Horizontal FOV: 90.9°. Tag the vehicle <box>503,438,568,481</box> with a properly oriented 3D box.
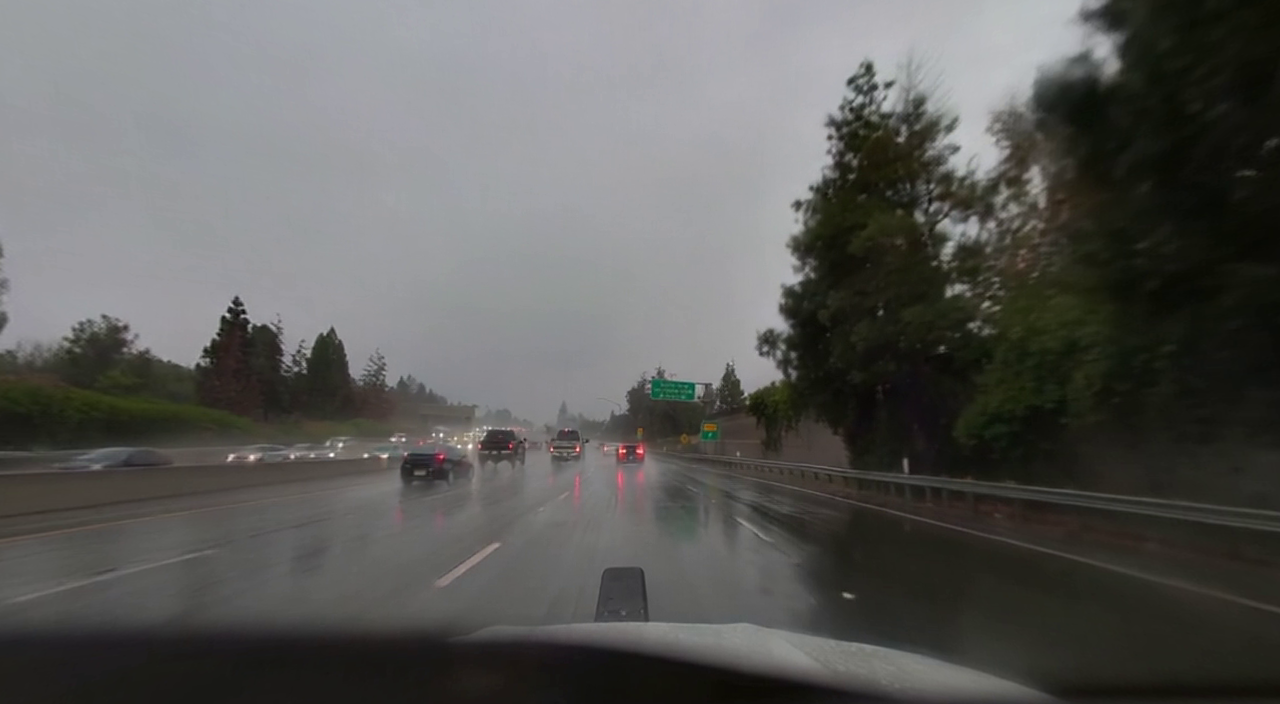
[{"bbox_3d":[-4.201,4.377,26.015,2.005,1.631,4.295,0,-8,-1],"label":"vehicle"}]

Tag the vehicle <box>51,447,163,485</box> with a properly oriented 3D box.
[{"bbox_3d":[-23.501,5.005,28.000,1.801,1.504,3.654,0,-8,-2],"label":"vehicle"}]

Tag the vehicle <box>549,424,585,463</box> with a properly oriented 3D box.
[{"bbox_3d":[-5.365,6.831,46.995,2.279,2.672,5.256,0,-8,-2],"label":"vehicle"}]

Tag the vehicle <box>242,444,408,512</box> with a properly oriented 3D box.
[{"bbox_3d":[-7.707,3.080,16.008,1.896,1.465,4.399,0,-8,1],"label":"vehicle"}]

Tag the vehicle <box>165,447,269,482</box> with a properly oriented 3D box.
[{"bbox_3d":[-20.047,5.326,30.203,1.951,1.471,4.676,0,-8,-3],"label":"vehicle"}]

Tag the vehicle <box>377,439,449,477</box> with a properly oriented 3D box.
[{"bbox_3d":[-11.847,5.527,33.332,2.079,1.807,5.187,0,-8,-2],"label":"vehicle"}]

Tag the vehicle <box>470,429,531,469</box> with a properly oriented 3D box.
[{"bbox_3d":[-8.893,6.277,41.005,2.773,2.402,6.232,0,-8,-3],"label":"vehicle"}]

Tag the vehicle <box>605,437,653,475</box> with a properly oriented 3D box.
[{"bbox_3d":[-0.560,4.863,29.680,2.092,1.671,3.772,0,-8,-2],"label":"vehicle"}]
